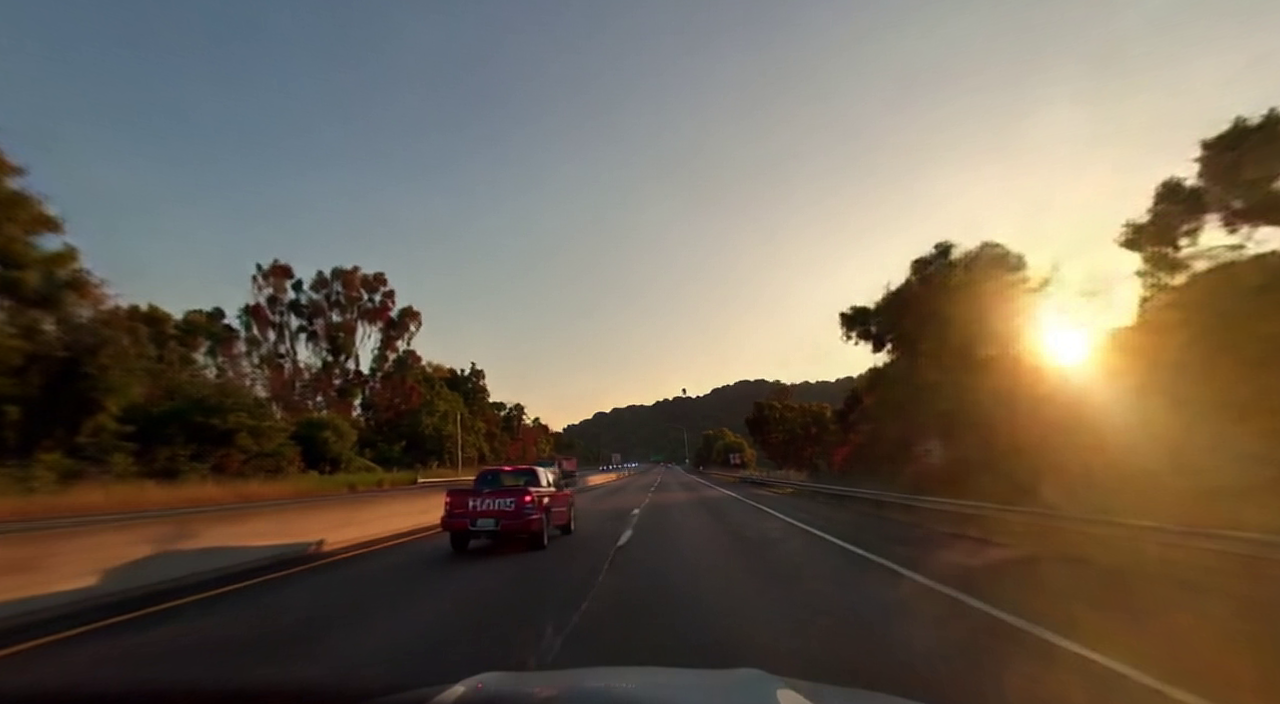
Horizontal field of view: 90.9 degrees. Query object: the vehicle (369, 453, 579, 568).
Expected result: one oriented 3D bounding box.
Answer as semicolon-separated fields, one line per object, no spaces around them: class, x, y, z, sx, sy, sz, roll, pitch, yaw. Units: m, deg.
vehicle;-2.510;2.626;11.144;2.135;1.506;5.041;0;-10;2
